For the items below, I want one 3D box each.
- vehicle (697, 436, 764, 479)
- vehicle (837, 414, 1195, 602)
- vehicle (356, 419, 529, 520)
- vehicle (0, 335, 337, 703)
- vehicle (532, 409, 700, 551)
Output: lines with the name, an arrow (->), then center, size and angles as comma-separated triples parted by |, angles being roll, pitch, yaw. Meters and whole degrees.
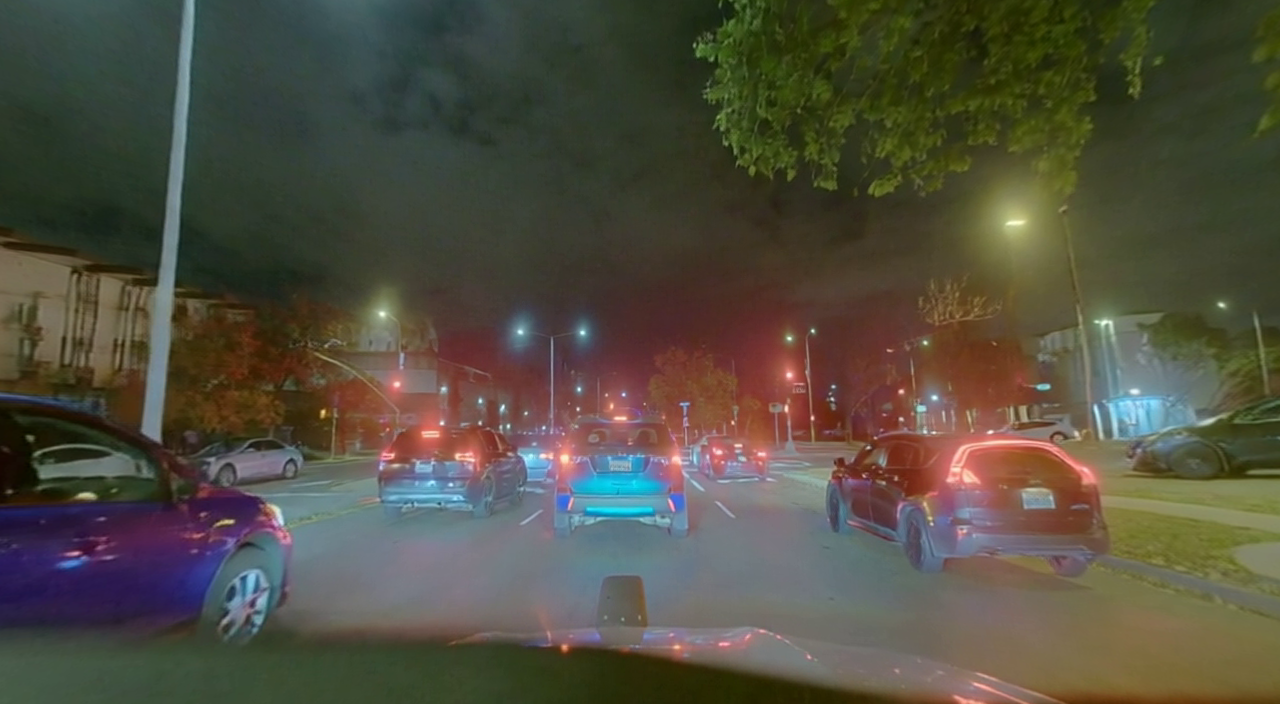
vehicle -> 3.340, 3.971, 23.938 | 1.948, 1.475, 4.093 | 0, -8, 0
vehicle -> 3.781, 1.598, 7.292 | 1.847, 1.554, 3.885 | 0, -8, 3
vehicle -> -3.733, 2.311, 12.837 | 2.012, 1.701, 4.316 | 0, -8, 1
vehicle -> -3.445, 0.844, 2.682 | 2.047, 1.710, 4.314 | 0, -8, 1
vehicle -> -0.237, 1.847, 9.684 | 2.022, 1.700, 4.084 | 0, -8, 1
